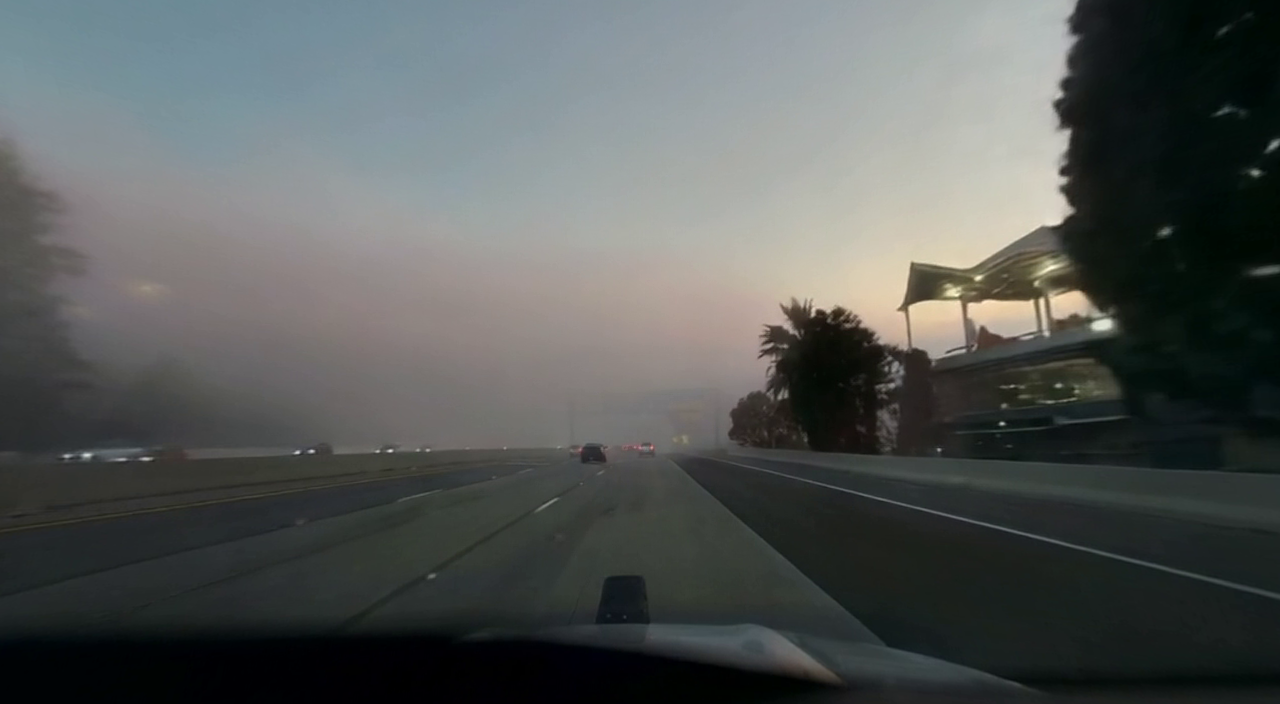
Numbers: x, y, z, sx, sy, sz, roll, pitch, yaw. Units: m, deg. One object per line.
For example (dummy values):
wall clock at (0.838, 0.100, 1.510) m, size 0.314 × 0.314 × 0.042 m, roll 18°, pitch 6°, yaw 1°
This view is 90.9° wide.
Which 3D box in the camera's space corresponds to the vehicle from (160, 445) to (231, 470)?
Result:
vehicle at (-31.836, 7.528, 45.284) m, size 1.976 × 1.608 × 4.327 m, roll -1°, pitch -8°, yaw 0°

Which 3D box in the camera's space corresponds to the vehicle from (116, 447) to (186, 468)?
vehicle at (-35.388, 7.589, 45.736) m, size 1.828 × 1.420 × 4.153 m, roll 0°, pitch -9°, yaw -1°
